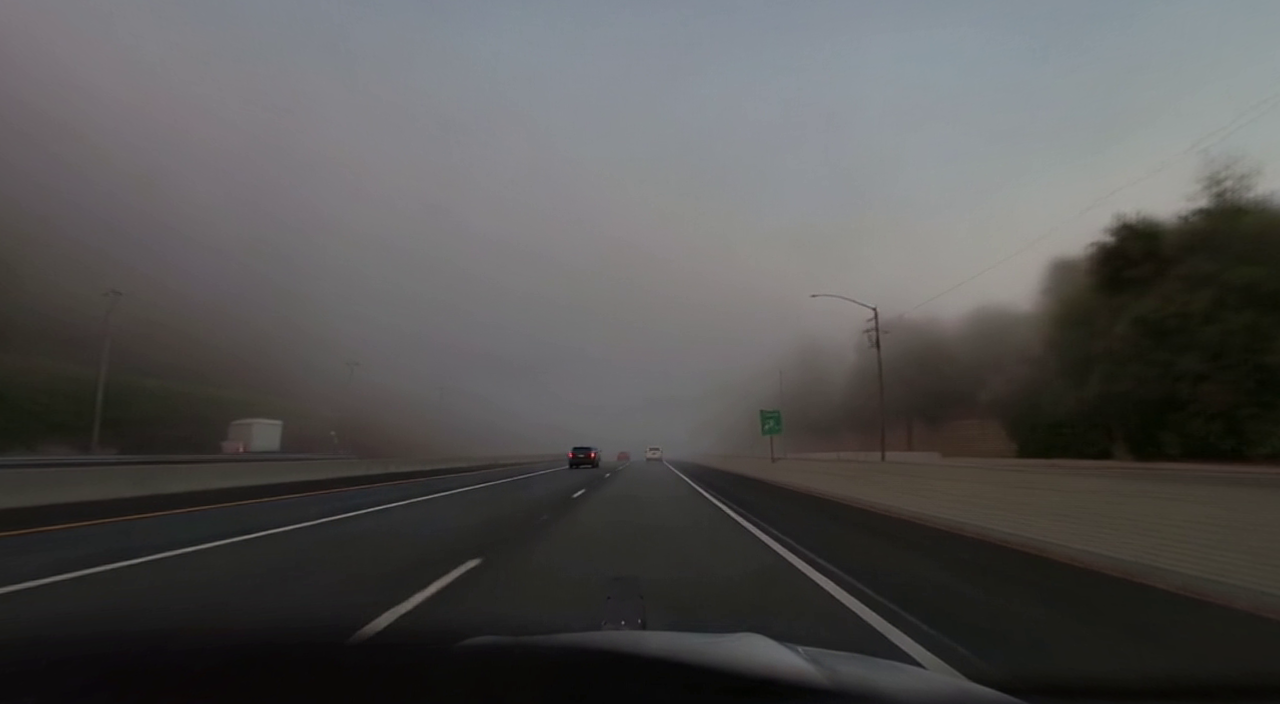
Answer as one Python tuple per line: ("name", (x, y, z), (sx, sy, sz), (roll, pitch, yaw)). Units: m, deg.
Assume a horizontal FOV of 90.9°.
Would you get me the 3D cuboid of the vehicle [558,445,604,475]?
("vehicle", (-3.488, 6.528, 38.158), (2.263, 1.696, 4.321), (0, -9, 2))
